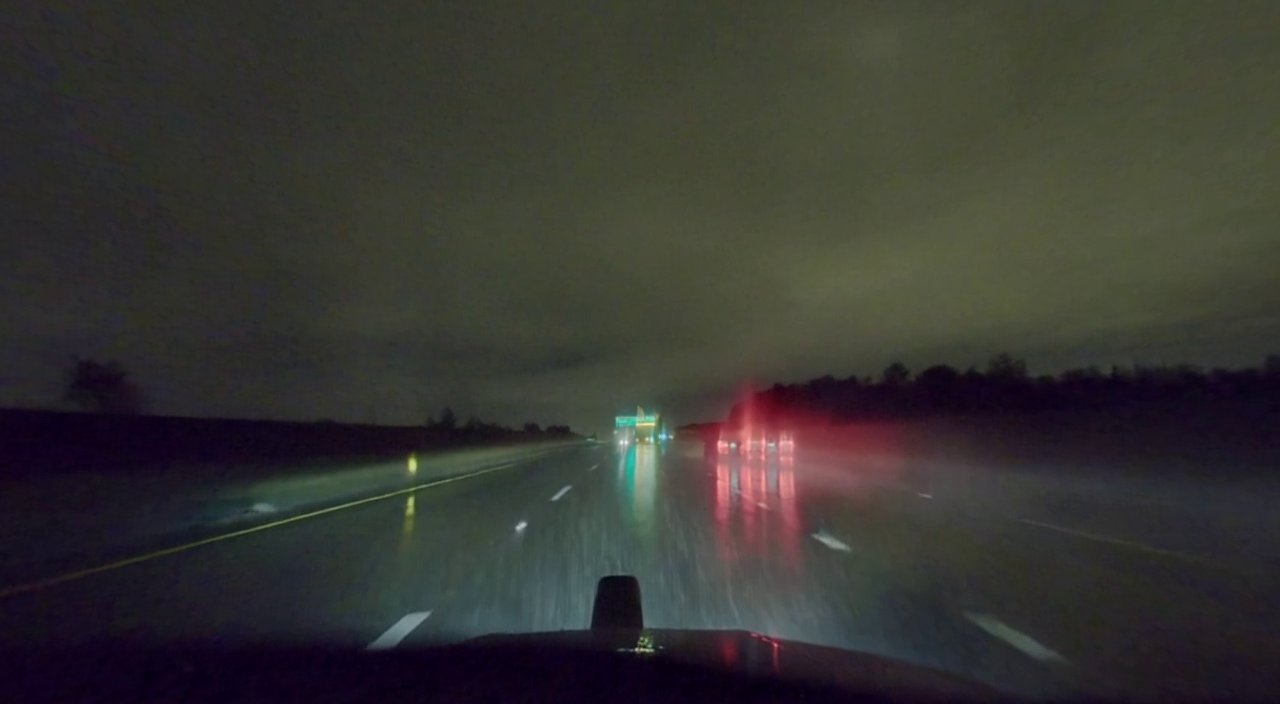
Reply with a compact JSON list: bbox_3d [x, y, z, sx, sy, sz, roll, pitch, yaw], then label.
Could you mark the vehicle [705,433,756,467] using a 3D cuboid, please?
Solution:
[{"bbox_3d":[4.240,4.625,30.007,1.802,1.492,3.804,0,-8,-1],"label":"vehicle"}]
